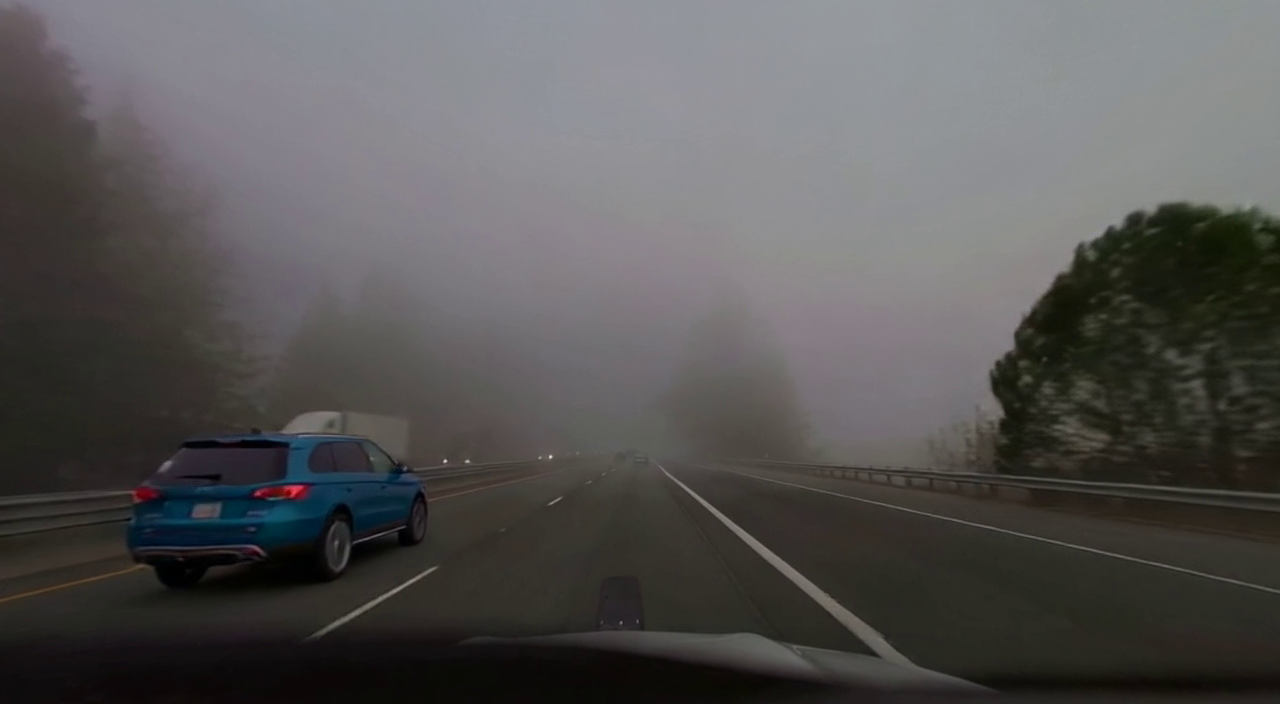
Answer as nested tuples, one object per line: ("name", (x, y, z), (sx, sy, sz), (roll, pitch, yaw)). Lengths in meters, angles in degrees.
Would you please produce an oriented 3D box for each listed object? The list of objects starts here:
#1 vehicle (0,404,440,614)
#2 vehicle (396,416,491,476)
("vehicle", (-4.250, 1.649, 7.626), (2.110, 1.727, 4.607), (0, -8, 0))
("vehicle", (-12.753, 6.281, 42.222), (2.933, 3.457, 10.136), (0, -9, 1))
